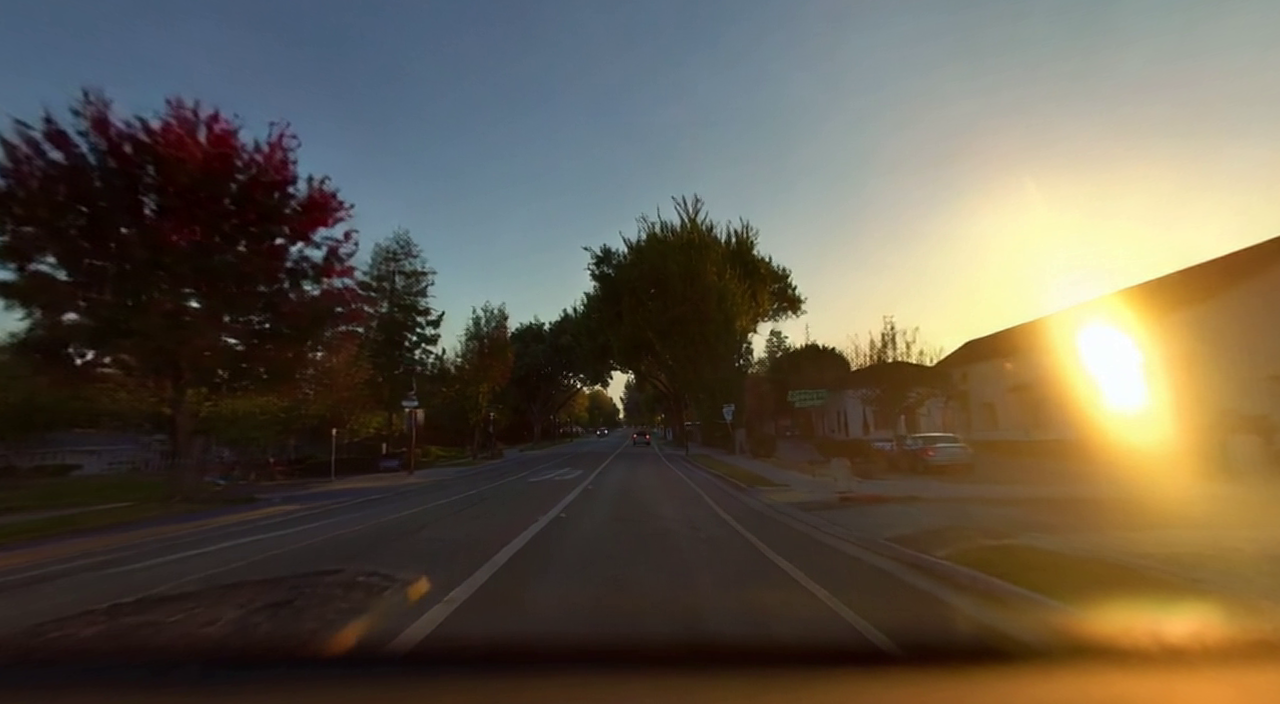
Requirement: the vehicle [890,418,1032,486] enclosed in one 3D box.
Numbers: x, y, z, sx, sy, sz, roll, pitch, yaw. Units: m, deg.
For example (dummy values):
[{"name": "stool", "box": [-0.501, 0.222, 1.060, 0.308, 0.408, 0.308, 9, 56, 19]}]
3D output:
[{"name": "vehicle", "box": [11.060, 3.621, 22.225, 2.001, 1.744, 4.449, -3, -14, -9]}]
